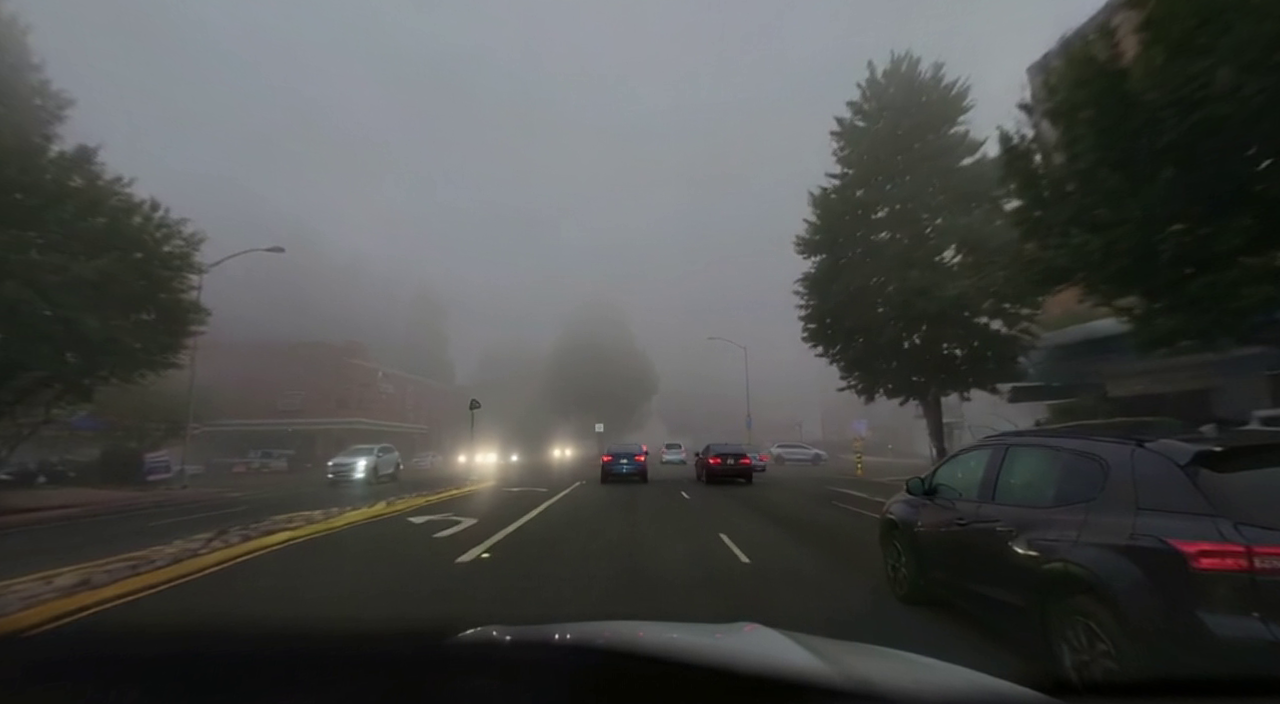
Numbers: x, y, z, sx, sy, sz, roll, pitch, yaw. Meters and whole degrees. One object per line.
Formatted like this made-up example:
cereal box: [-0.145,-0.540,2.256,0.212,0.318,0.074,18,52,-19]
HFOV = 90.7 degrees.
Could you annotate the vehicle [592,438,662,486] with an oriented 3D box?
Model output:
vehicle: [-0.477,3.854,22.515,2.232,1.508,4.319,0,-9,-1]

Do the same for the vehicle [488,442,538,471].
vehicle: [-7.450,6.161,37.489,2.085,1.610,4.085,-1,-9,1]

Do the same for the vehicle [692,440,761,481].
vehicle: [3.326,4.283,25.243,2.060,1.471,4.168,0,-9,-1]

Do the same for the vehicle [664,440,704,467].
vehicle: [2.679,6.290,39.272,2.098,1.527,3.966,0,-9,-2]

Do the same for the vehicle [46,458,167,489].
vehicle: [-27.157,6.183,32.289,4.673,1.481,1.995,-2,-9,7]

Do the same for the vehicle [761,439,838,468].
vehicle: [9.824,6.279,39.149,4.464,1.755,2.236,-3,-9,14]

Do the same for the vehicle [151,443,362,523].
vehicle: [-8.335,2.853,14.378,2.050,1.503,4.350,0,-9,0]

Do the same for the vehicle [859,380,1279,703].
vehicle: [3.190,1.103,3.825,2.097,1.502,4.470,0,-9,0]

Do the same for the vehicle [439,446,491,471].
vehicle: [-11.819,7.243,43.129,2.117,1.592,4.660,-1,-9,1]
